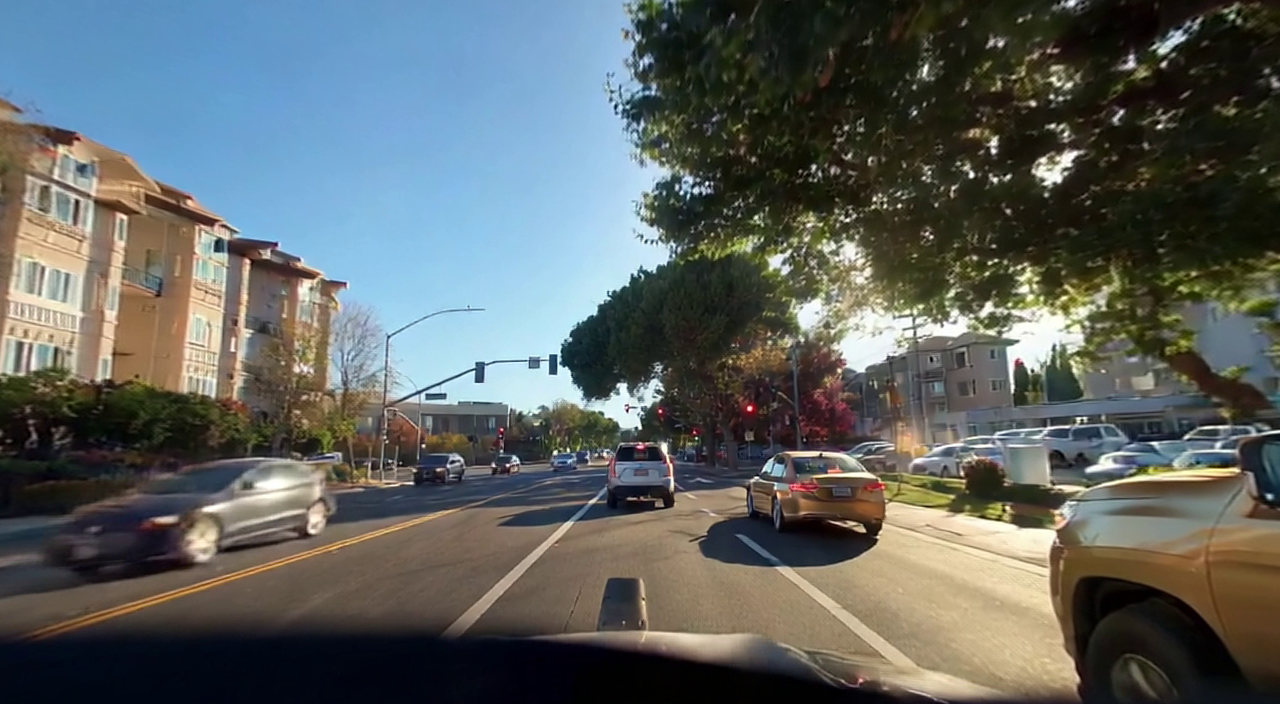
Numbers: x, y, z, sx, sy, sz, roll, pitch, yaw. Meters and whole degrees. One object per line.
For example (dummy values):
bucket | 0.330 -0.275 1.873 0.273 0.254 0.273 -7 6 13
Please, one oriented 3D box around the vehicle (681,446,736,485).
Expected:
vehicle | 3.267 5.481 30.698 2.138 1.729 4.178 0 -9 -1

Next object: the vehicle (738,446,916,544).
vehicle | 3.263 2.557 12.017 1.900 1.478 4.425 0 -9 -2

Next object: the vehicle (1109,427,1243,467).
vehicle | 26.693 4.731 31.377 4.704 1.919 2.130 0 -9 -2

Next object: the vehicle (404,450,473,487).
vehicle | -10.587 6.106 33.380 2.161 1.764 4.725 0 -9 -1

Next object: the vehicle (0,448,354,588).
vehicle | -6.321 2.168 9.191 2.054 1.478 4.584 0 -9 0

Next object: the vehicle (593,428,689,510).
vehicle | -0.004 3.134 17.248 2.296 1.947 4.168 0 -9 -1

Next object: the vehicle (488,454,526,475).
vehicle | -10.280 8.707 48.814 1.962 1.458 4.505 0 -9 0

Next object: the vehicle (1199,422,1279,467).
vehicle | 26.336 3.840 26.034 4.288 1.776 1.928 0 -9 1

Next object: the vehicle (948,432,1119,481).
vehicle | 13.651 3.631 21.986 4.648 1.583 2.018 0 -9 -2
